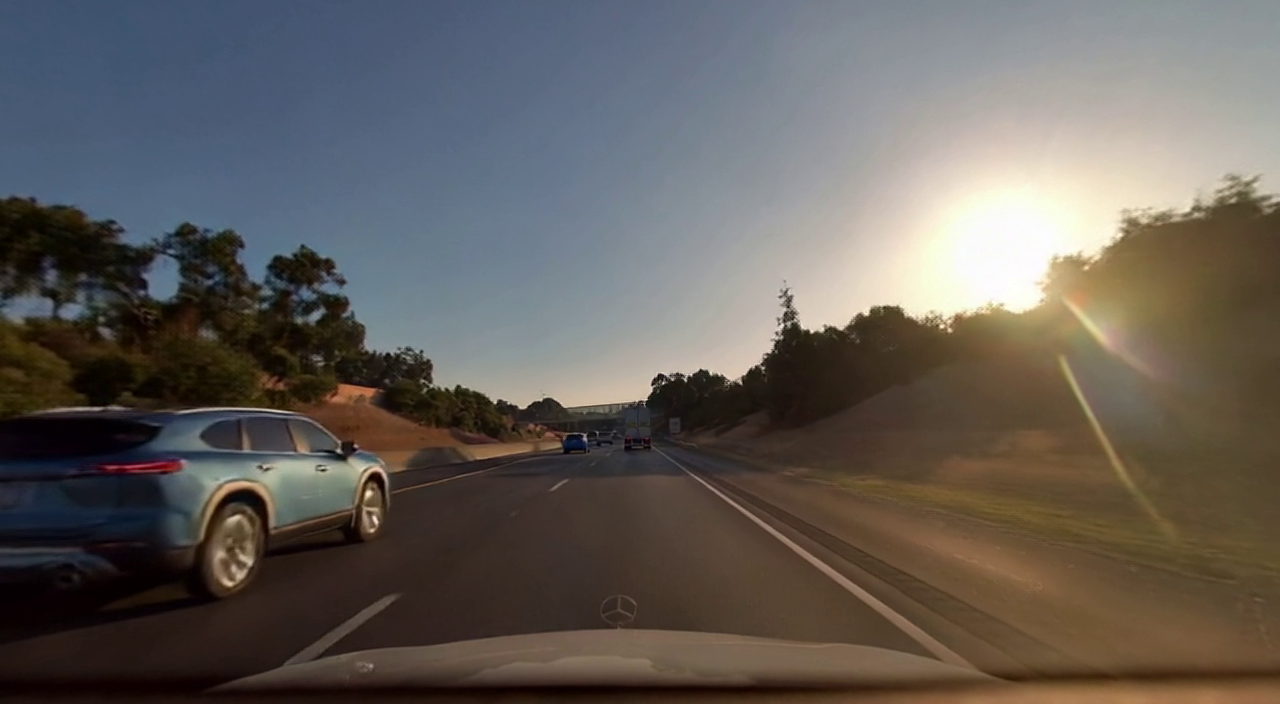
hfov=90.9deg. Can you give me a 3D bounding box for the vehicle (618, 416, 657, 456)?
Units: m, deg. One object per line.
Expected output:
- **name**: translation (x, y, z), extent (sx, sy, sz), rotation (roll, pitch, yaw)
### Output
- **vehicle**: translation (-0.200, 5.742, 42.972), extent (2.526, 2.531, 5.026), rotation (0, -8, -1)

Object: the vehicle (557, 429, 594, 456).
- **vehicle**: translation (-4.316, 6.134, 42.937), extent (2.049, 1.726, 4.291), rotation (0, -8, 1)

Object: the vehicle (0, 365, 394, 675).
- **vehicle**: translation (-4.076, 1.184, 5.579), extent (2.045, 1.655, 4.301), rotation (0, -8, 0)
